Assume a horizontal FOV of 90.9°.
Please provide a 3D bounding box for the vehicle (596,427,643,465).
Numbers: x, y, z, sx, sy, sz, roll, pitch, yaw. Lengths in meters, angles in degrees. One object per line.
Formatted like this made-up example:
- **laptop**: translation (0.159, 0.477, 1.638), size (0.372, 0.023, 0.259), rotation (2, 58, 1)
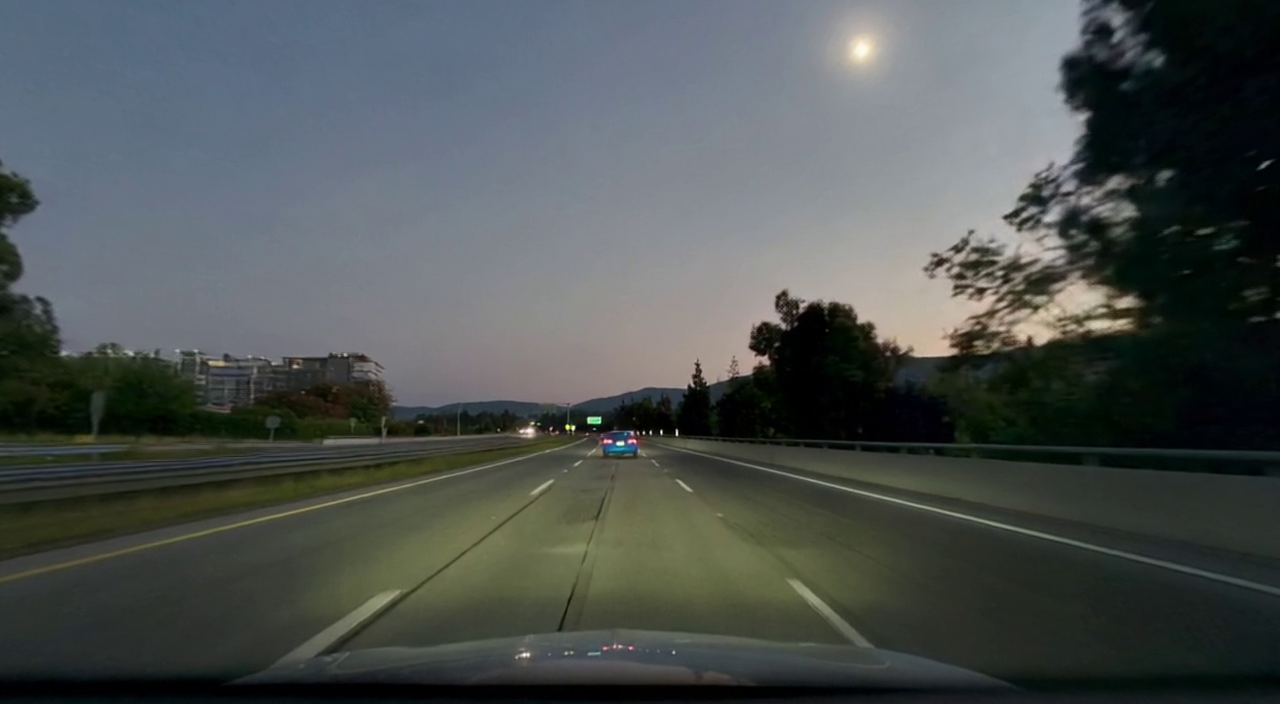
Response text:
- **vehicle**: translation (-0.983, 4.317, 29.101), size (2.020, 1.633, 3.942), rotation (0, -8, -3)
